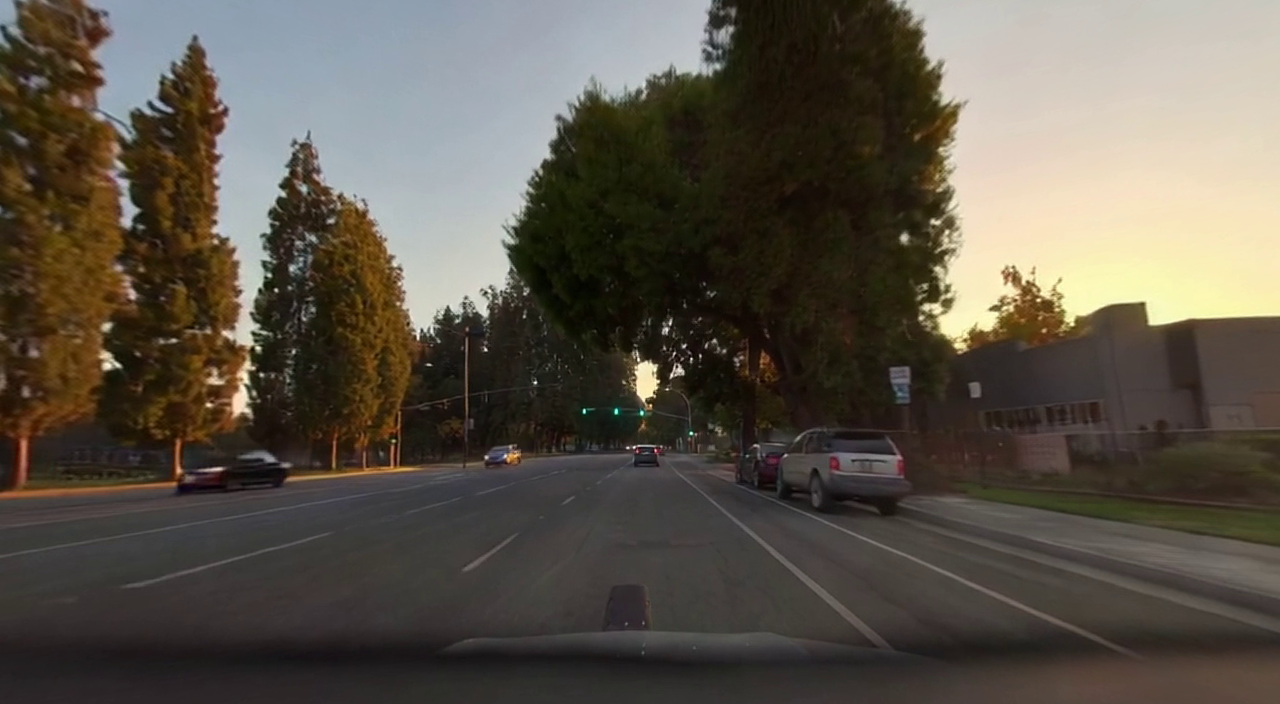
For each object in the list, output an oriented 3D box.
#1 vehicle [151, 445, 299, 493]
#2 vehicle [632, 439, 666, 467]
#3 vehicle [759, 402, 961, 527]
[{"bbox_3d":[-14.278,4.014,22.116,1.960,1.487,4.632,0,-8,1],"label":"vehicle"},{"bbox_3d":[0.595,6.808,42.583,2.169,1.751,4.276,0,-8,1],"label":"vehicle"},{"bbox_3d":[4.321,2.371,13.908,2.162,2.080,6.515,0,-8,1],"label":"vehicle"}]
